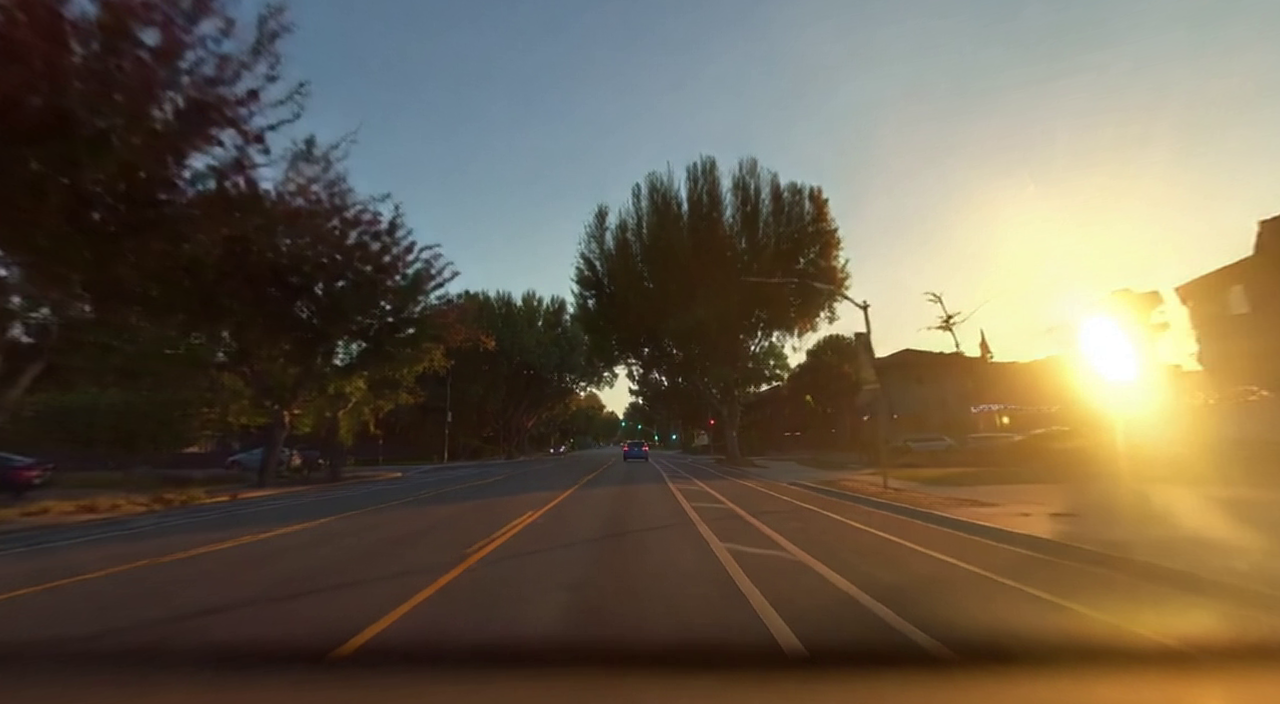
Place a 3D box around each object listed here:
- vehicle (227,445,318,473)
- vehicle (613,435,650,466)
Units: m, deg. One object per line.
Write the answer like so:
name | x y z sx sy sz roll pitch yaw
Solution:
vehicle | -22.121 6.420 38.103 4.241 1.601 1.970 0 -8 1
vehicle | -0.529 6.308 40.583 2.230 1.827 4.298 0 -8 -1
